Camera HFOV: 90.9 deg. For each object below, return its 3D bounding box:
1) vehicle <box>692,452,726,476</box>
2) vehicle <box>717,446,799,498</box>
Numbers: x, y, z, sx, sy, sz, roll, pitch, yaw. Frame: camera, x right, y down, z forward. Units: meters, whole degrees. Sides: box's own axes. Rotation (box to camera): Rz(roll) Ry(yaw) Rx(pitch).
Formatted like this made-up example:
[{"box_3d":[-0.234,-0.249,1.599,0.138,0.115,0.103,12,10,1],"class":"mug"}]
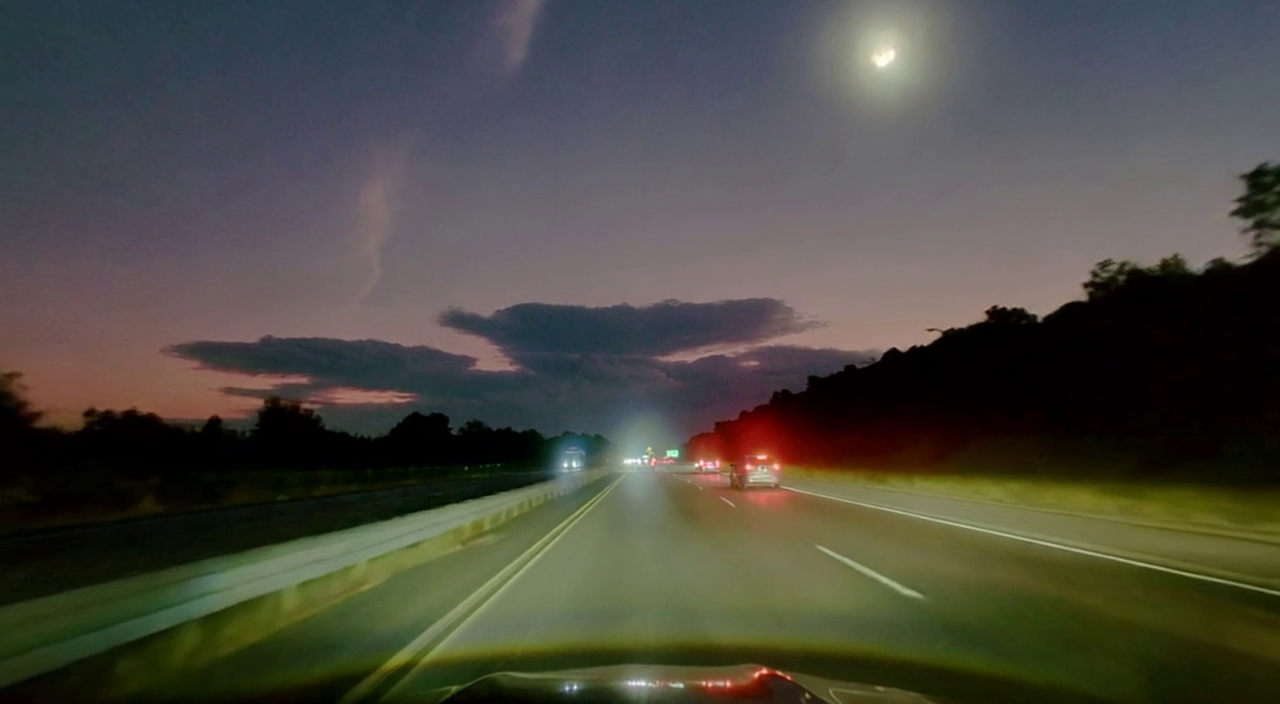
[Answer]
[{"box_3d":[5.087,8.331,46.997,1.994,1.671,3.949,0,-9,-1],"class":"vehicle"},{"box_3d":[4.153,4.308,23.016,2.122,1.662,4.392,0,-9,0],"class":"vehicle"}]
